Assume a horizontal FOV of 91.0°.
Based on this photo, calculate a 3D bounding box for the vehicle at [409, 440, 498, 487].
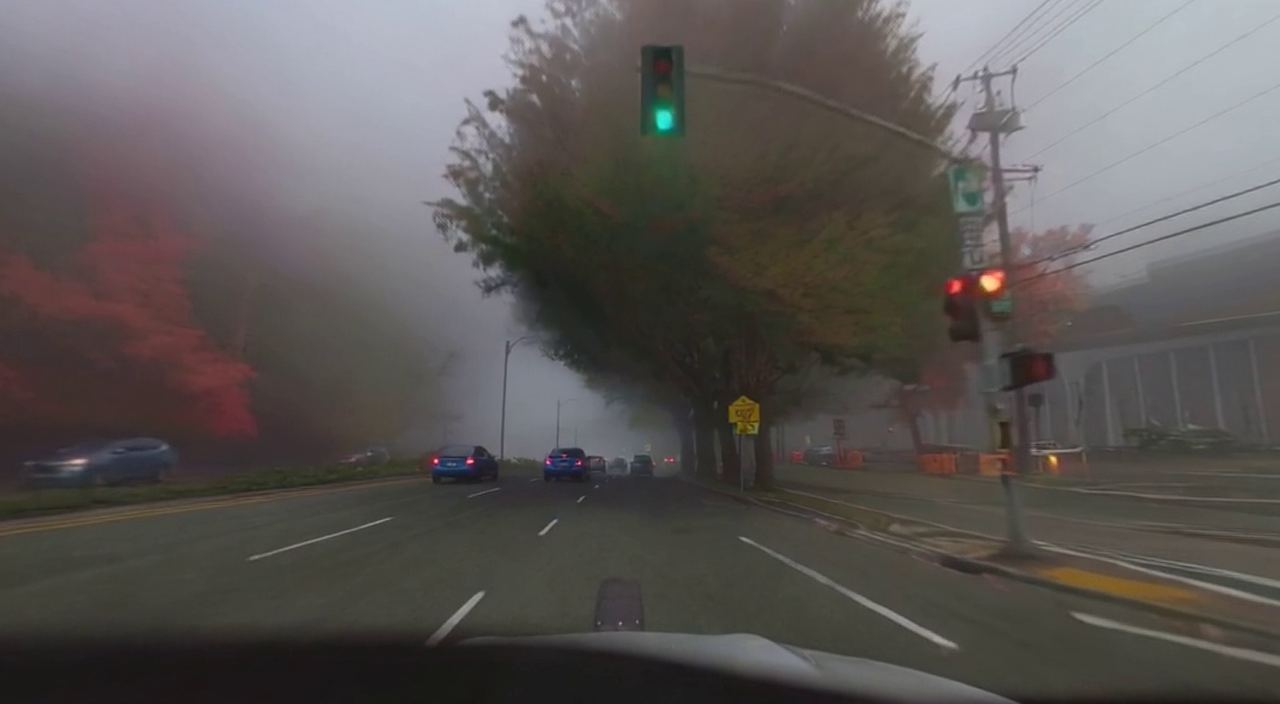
[{"bbox_3d":[-6.883,4.154,23.768,1.932,1.596,4.247,0,-9,1],"label":"vehicle"}]

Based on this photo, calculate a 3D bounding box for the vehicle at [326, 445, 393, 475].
[{"bbox_3d":[-15.589,5.999,35.227,1.843,1.520,3.995,0,-9,1],"label":"vehicle"}]

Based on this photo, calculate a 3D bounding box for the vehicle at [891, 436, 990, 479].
[{"bbox_3d":[13.340,4.660,28.246,1.862,1.559,3.959,-3,-6,-11],"label":"vehicle"}]

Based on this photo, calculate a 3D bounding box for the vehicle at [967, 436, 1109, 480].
[{"bbox_3d":[14.659,3.918,23.503,1.826,1.474,4.254,3,-9,-16],"label":"vehicle"}]

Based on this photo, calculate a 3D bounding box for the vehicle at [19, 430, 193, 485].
[{"bbox_3d":[-19.552,3.897,23.473,2.118,1.798,4.923,1,-9,0],"label":"vehicle"}]

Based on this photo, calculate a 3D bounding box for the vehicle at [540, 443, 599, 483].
[{"bbox_3d":[-3.196,5.142,29.468,2.085,1.663,4.513,0,-9,2],"label":"vehicle"}]
